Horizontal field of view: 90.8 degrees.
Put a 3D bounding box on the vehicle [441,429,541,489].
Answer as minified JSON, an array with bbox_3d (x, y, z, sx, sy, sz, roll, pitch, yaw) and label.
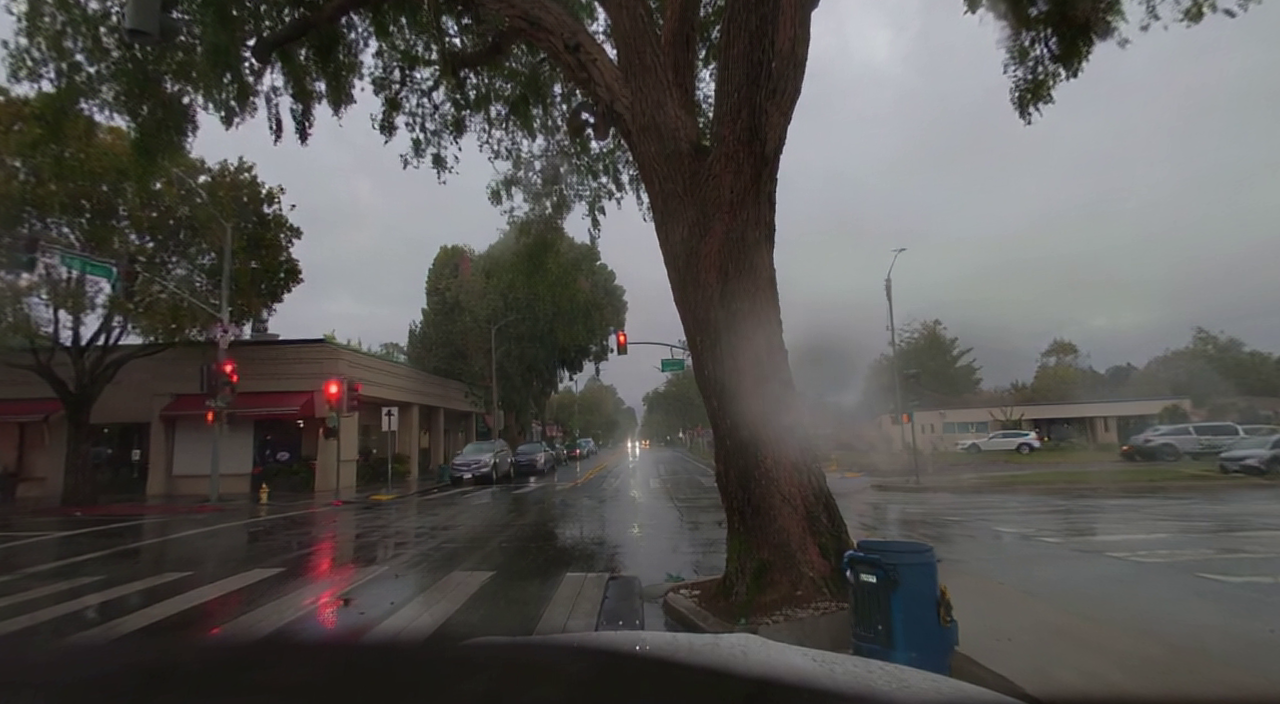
[{"bbox_3d":[-6.500,4.806,28.763,2.896,2.339,7.322,0,-9,-1],"label":"vehicle"}]

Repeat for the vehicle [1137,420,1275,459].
[{"bbox_3d":[33.256,5.166,37.247,5.969,2.149,2.331,0,-9,-3],"label":"vehicle"}]

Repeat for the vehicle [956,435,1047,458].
[{"bbox_3d":[24.999,6.555,43.838,5.172,1.515,1.851,0,-9,-2],"label":"vehicle"}]

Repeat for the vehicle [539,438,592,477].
[{"bbox_3d":[-3.660,5.282,31.906,2.120,1.783,4.788,0,-9,0],"label":"vehicle"}]
